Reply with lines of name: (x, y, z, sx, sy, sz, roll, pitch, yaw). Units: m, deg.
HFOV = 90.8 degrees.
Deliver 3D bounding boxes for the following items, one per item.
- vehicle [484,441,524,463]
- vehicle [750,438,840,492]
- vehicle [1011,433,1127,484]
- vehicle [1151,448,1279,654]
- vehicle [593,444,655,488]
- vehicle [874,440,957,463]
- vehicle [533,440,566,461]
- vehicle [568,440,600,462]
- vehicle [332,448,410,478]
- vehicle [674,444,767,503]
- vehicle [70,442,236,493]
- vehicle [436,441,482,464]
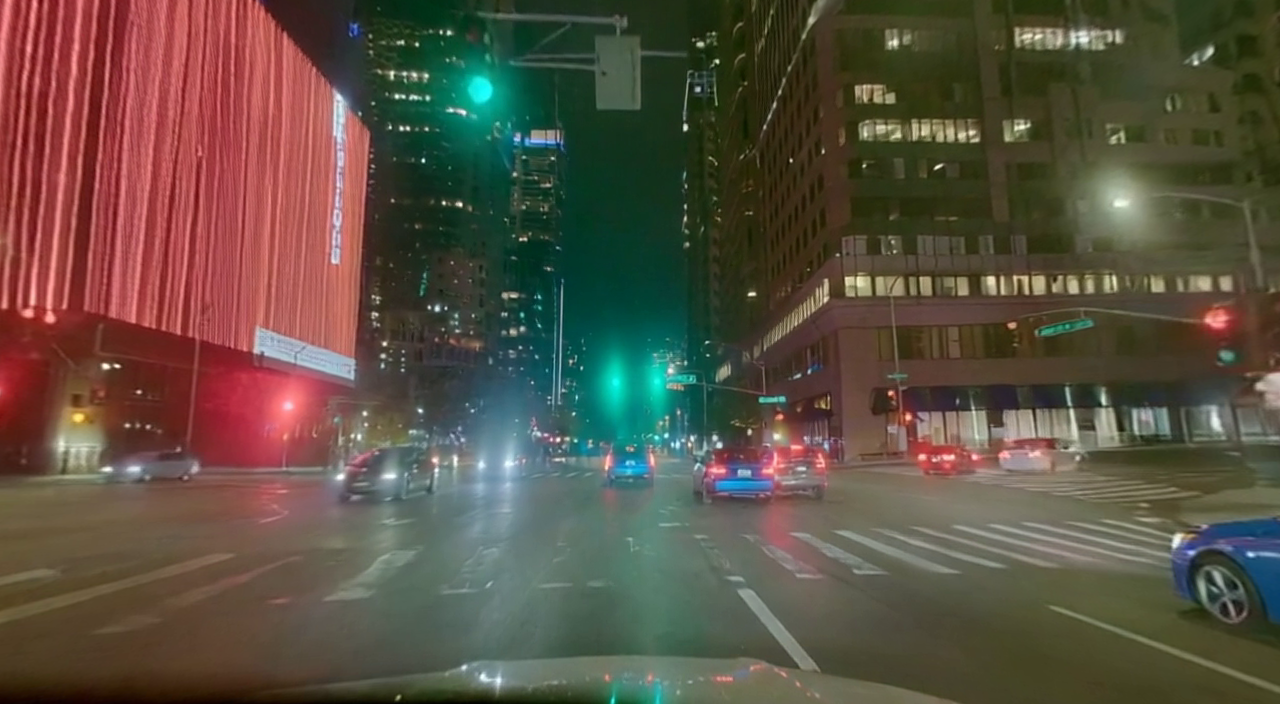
vehicle: (-10.216, 7.531, 47.720, 1.965, 1.527, 4.703, 0, -9, 0)
vehicle: (5.472, 4.040, 22.950, 2.015, 1.745, 4.444, 0, -9, -2)
vehicle: (16.795, 4.124, 24.674, 4.640, 1.794, 2.008, 6, -11, -34)
vehicle: (5.653, 1.253, 3.350, 1.914, 1.484, 4.639, 0, -9, -1)
vehicle: (-0.599, 4.171, 23.484, 2.096, 1.457, 4.160, 0, -9, -1)
vehicle: (18.935, 6.840, 43.501, 4.862, 1.495, 1.956, 1, -9, -7)
vehicle: (-7.108, 7.797, 49.902, 2.009, 1.488, 4.277, -2, -8, -1)
vehicle: (-4.310, 7.701, 49.491, 2.113, 1.564, 4.359, -2, -8, 0)
vehicle: (-12.960, 5.360, 30.762, 1.939, 1.326, 4.340, 0, -9, 0)
vehicle: (2.210, 3.484, 18.580, 1.987, 1.484, 4.427, 0, -9, -2)
vehicle: (-16.445, 3.910, 21.745, 1.877, 1.508, 4.760, 0, -9, 0)
vehicle: (-13.213, 7.369, 46.338, 2.048, 1.609, 4.477, 0, -9, 0)
